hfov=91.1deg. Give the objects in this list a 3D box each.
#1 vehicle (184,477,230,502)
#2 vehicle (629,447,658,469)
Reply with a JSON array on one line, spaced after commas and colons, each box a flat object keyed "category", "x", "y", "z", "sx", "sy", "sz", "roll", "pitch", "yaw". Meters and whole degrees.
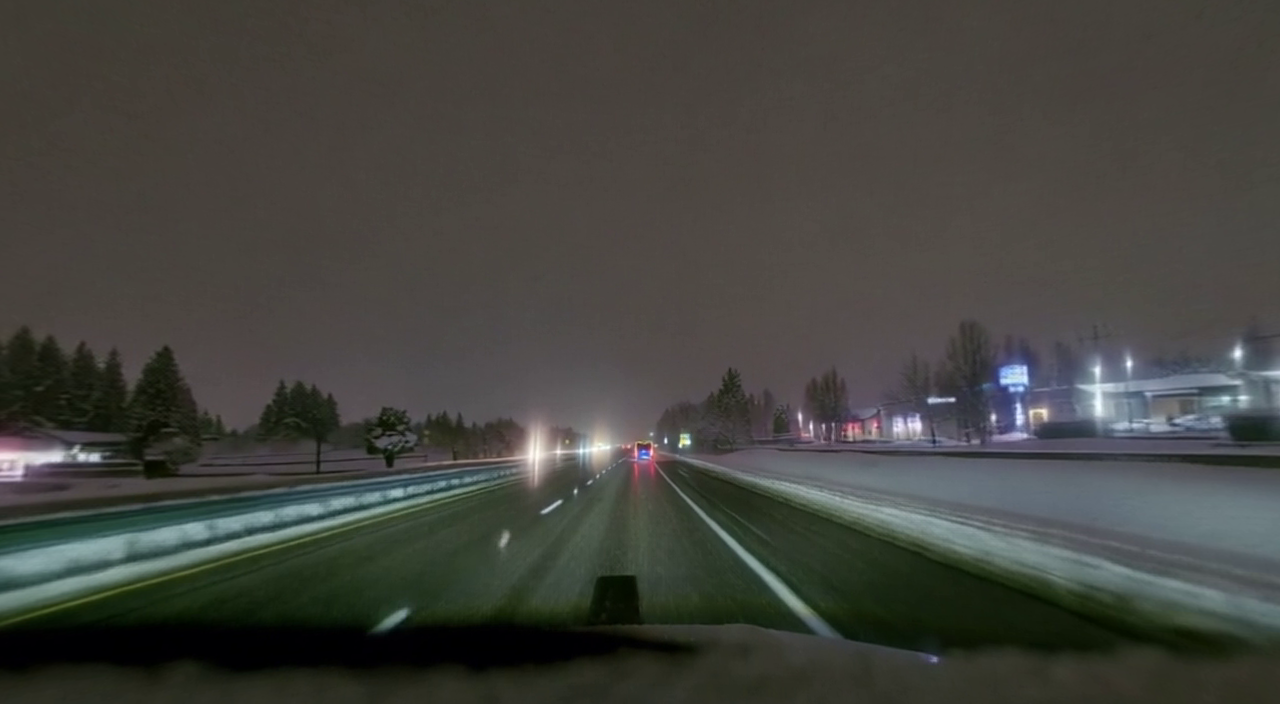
[{"category": "vehicle", "x": -29.986, "y": 9.502, "z": 43.642, "sx": 1.803, "sy": 1.413, "sz": 4.306, "roll": 4, "pitch": -10, "yaw": -24}, {"category": "vehicle", "x": 0.281, "y": 7.689, "z": 45.769, "sx": 2.014, "sy": 1.507, "sz": 3.960, "roll": 0, "pitch": -9, "yaw": 0}]
